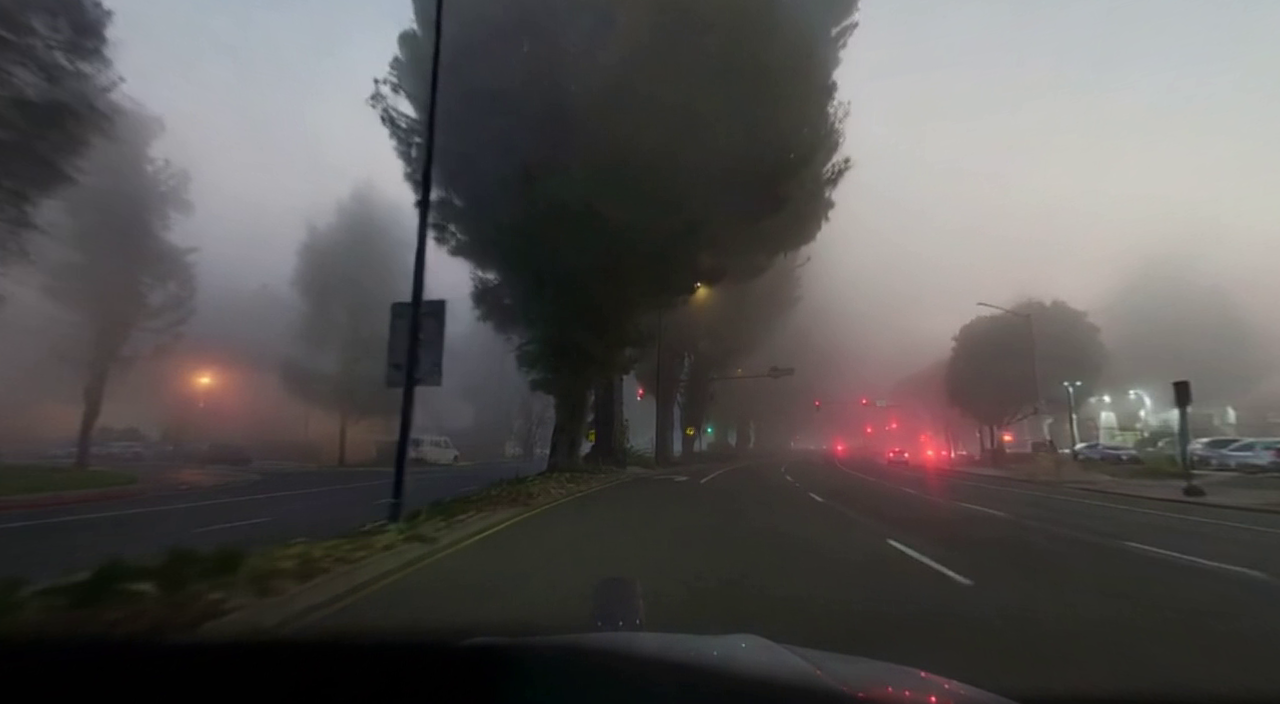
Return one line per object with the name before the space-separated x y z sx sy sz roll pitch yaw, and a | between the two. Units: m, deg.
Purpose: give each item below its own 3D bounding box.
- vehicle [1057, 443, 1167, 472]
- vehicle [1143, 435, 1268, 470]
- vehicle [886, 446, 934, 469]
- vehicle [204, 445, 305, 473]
vehicle | 25.391 5.664 34.203 1.843 1.455 4.558 2 -9 -12
vehicle | 30.681 5.454 34.486 2.045 1.714 4.611 2 -9 -15
vehicle | 18.779 7.319 44.148 2.099 1.464 4.615 -2 -8 11
vehicle | -20.818 5.743 34.150 4.520 1.439 1.919 -2 -9 13
